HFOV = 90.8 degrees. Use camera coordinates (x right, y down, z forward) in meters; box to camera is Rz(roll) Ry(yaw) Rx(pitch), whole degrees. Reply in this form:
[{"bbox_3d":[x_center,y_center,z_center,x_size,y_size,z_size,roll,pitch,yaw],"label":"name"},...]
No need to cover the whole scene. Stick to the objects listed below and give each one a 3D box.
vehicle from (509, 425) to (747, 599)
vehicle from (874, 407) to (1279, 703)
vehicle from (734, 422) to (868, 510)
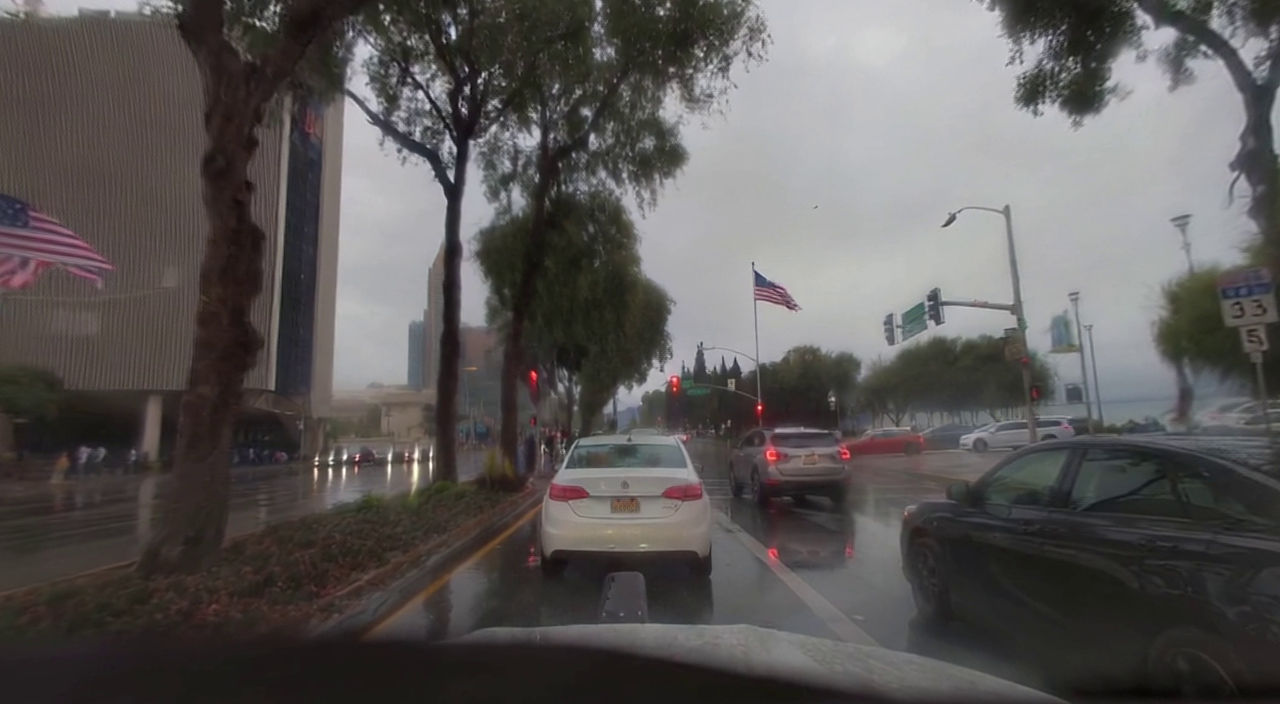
[{"bbox_3d":[-0.120,1.698,7.537,2.096,1.521,3.747,0,-8,0],"label":"vehicle"},{"bbox_3d":[3.371,1.231,4.345,1.833,1.465,4.258,0,-8,-1],"label":"vehicle"},{"bbox_3d":[3.545,2.613,14.911,1.978,1.738,4.599,0,-8,1],"label":"vehicle"}]
